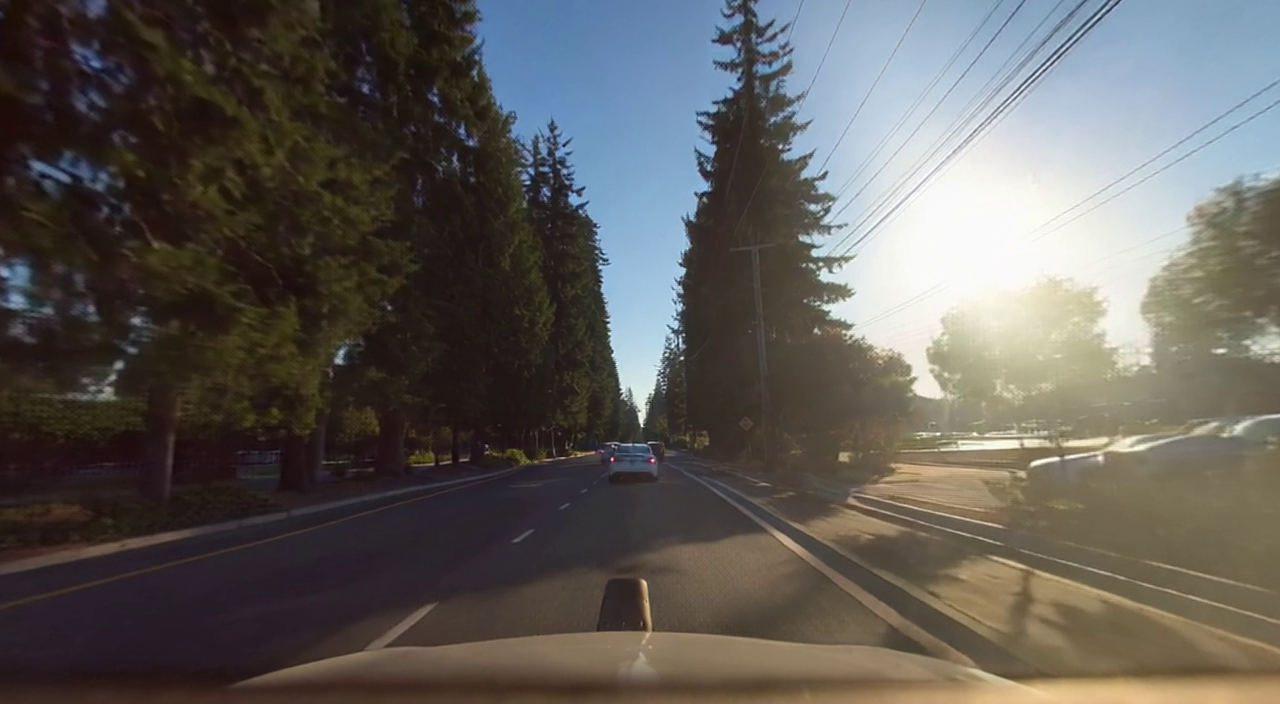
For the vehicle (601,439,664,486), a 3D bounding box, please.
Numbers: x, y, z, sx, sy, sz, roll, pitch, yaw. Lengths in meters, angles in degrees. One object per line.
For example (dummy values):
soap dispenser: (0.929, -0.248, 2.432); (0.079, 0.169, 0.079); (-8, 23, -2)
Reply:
vehicle: (-0.239, 3.774, 21.736); (1.991, 1.463, 3.988); (0, -8, 0)
